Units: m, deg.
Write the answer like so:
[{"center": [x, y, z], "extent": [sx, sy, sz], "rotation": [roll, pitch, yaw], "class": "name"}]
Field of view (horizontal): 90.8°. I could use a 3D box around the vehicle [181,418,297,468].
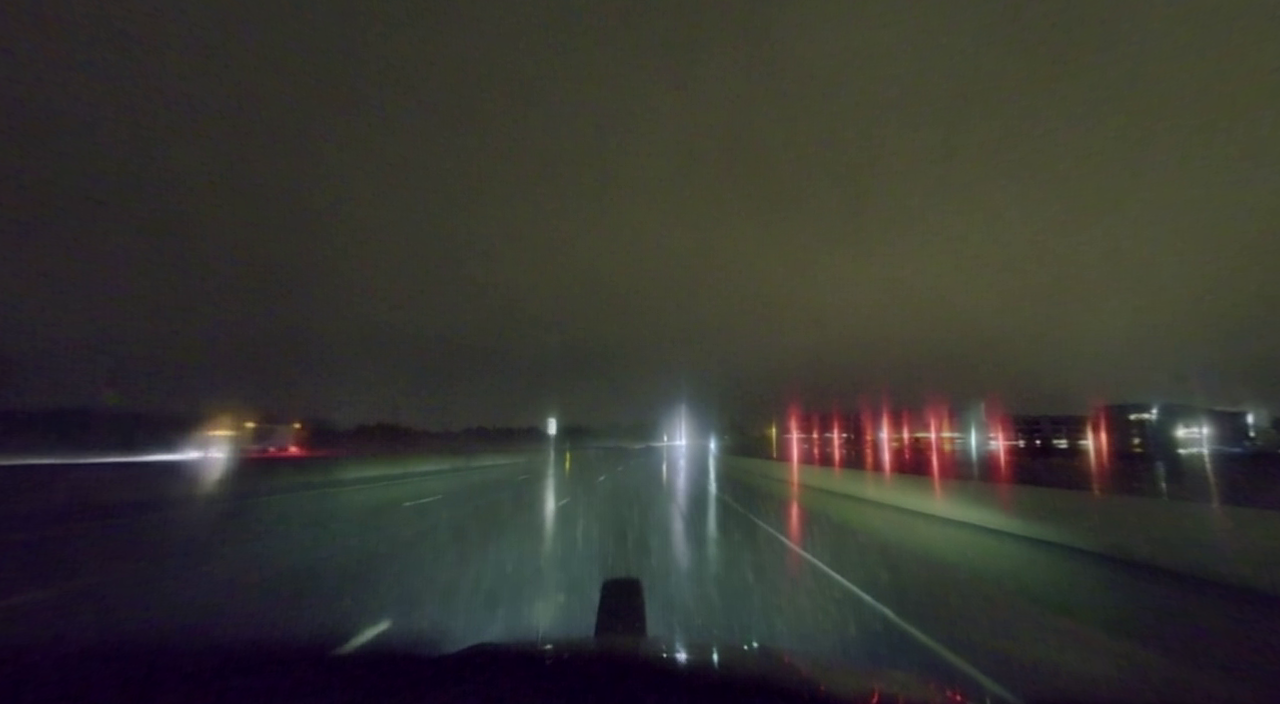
[{"center": [-23.766, 5.496, 37.879], "extent": [2.226, 2.674, 6.850], "rotation": [-1, -9, 2], "class": "vehicle"}]
